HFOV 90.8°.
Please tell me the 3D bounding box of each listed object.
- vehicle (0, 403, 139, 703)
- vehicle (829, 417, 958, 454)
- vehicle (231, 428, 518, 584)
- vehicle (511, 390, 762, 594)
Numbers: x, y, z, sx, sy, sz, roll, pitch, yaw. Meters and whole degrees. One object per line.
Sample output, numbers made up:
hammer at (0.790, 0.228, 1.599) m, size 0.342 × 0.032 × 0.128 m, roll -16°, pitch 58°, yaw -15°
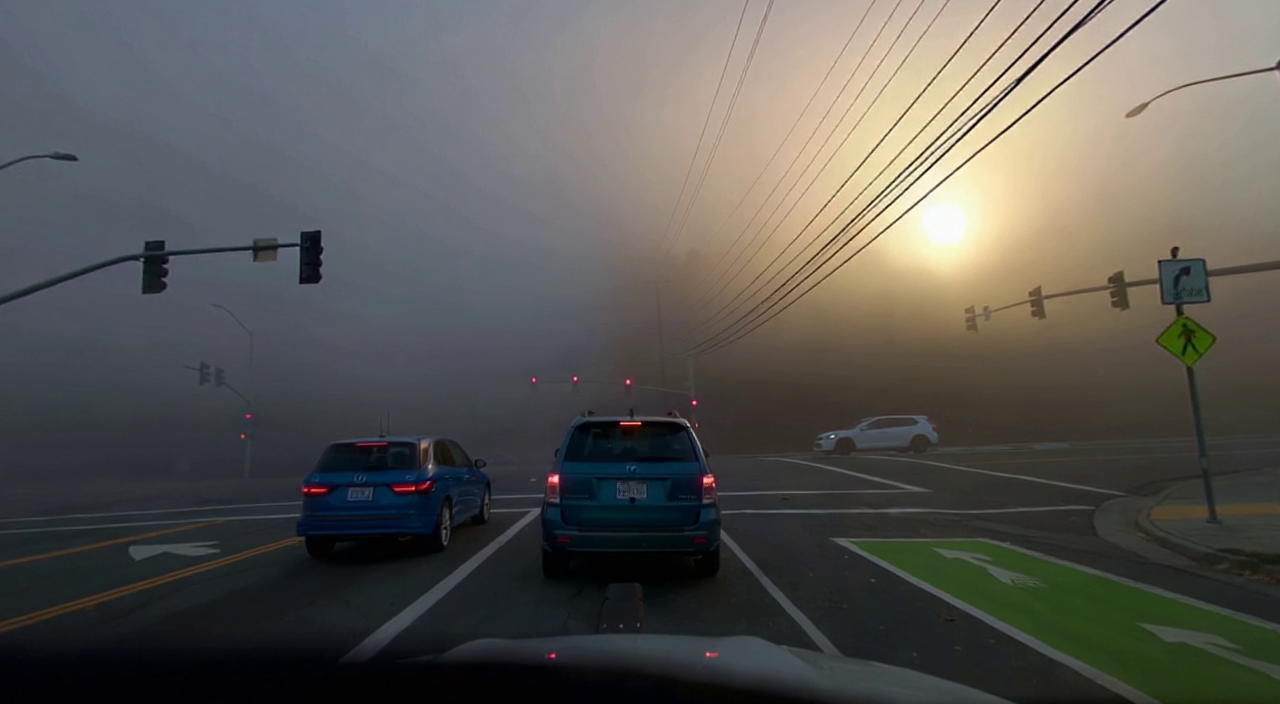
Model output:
vehicle at (-3.352, 0.663, 0.445) m, size 1.928 × 1.488 × 4.936 m, roll 0°, pitch -8°, yaw 0°
vehicle at (13.836, 4.608, 34.814) m, size 6.143 × 1.944 × 2.229 m, roll -1°, pitch -8°, yaw 5°
vehicle at (-2.928, 1.768, 8.008) m, size 1.969 × 1.486 × 3.702 m, roll 0°, pitch -8°, yaw 1°
vehicle at (-0.055, 1.518, 7.617) m, size 2.182 × 1.773 × 4.041 m, roll 0°, pitch -8°, yaw -1°
